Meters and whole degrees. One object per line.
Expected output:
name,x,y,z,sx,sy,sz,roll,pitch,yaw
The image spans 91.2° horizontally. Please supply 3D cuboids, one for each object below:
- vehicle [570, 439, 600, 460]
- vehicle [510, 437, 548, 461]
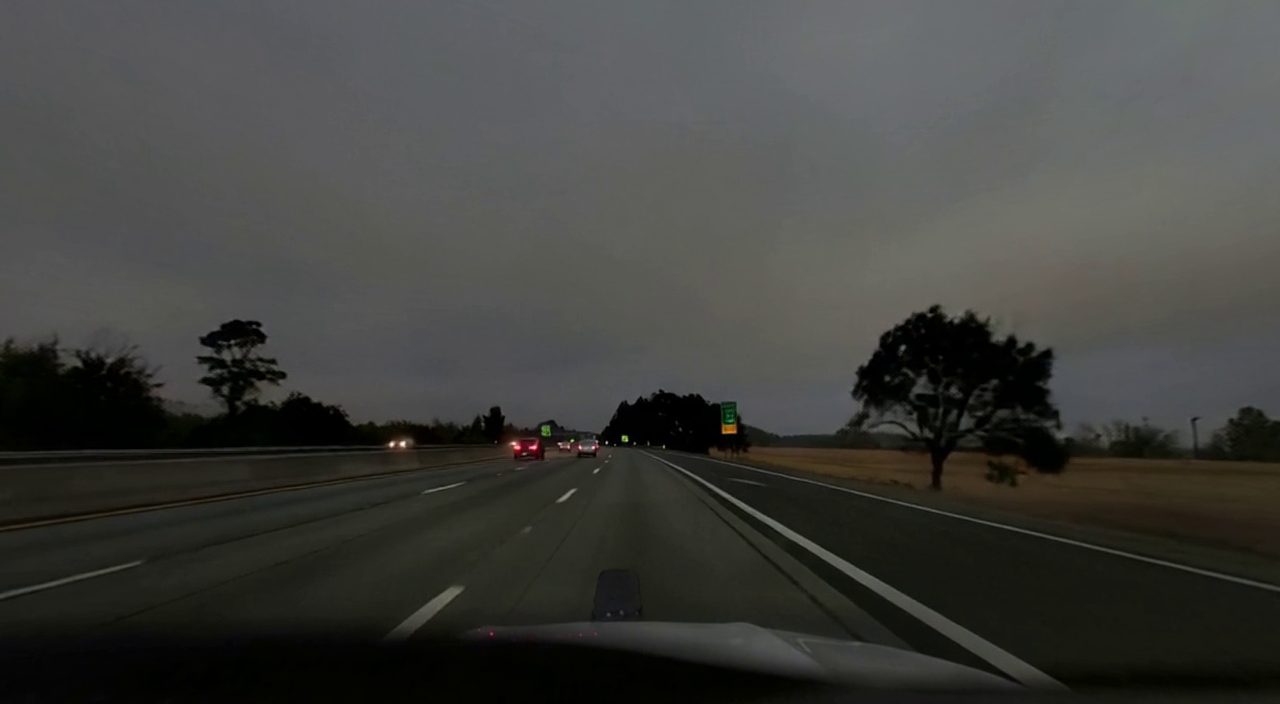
vehicle,-4.208,7.563,48.640,2.075,1.516,4.212,0,-8,-1
vehicle,-8.037,7.053,45.790,2.080,1.632,4.332,0,-8,-1
